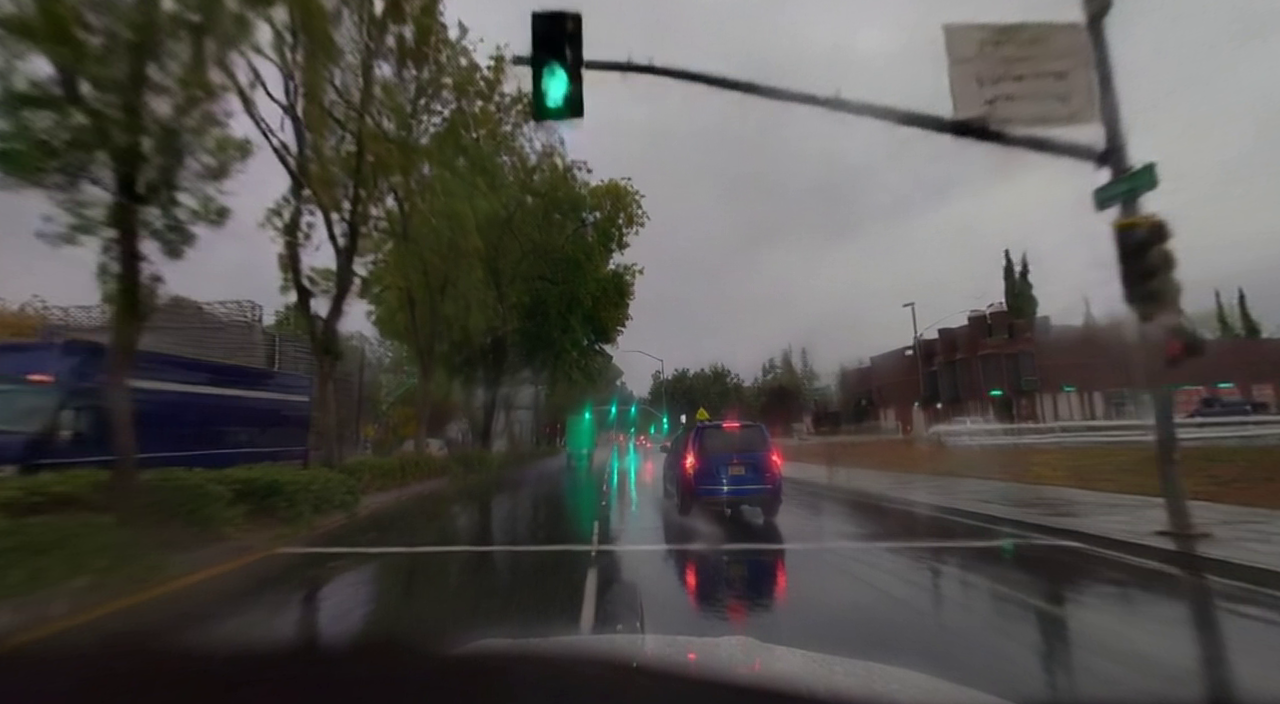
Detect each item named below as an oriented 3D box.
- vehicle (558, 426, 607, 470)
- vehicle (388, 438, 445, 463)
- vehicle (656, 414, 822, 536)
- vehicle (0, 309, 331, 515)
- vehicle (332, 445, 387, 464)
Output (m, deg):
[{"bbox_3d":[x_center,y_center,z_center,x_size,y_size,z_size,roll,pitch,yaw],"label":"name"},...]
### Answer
[{"bbox_3d":[-2.815,4.822,31.925,2.228,2.054,4.309,0,-8,-1],"label":"vehicle"},{"bbox_3d":[-13.307,5.880,37.897,1.841,1.407,4.736,0,-8,-2],"label":"vehicle"},{"bbox_3d":[1.448,2.015,10.966,1.965,1.671,4.146,0,-8,-3],"label":"vehicle"},{"bbox_3d":[-12.754,1.879,17.144,3.206,3.740,11.455,0,-8,-1],"label":"vehicle"},{"bbox_3d":[-17.661,6.442,39.967,1.731,1.110,4.413,0,-8,-4],"label":"vehicle"}]
